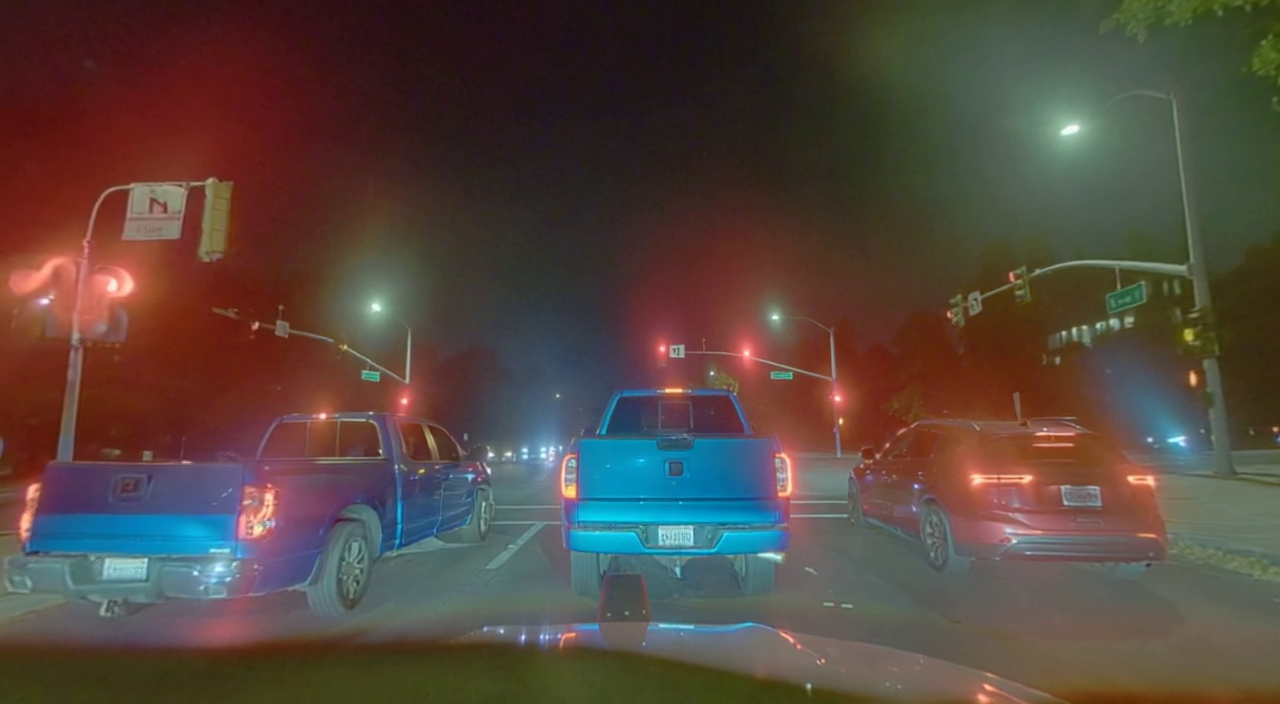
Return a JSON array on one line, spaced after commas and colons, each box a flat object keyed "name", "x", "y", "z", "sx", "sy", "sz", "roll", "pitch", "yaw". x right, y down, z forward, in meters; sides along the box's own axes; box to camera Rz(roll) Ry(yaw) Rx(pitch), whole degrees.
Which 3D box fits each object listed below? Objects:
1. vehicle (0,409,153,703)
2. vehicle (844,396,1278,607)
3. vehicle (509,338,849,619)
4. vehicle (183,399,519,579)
[{"name": "vehicle", "x": -3.390, "y": 0.708, "z": 0.657, "sx": 1.998, "sy": 1.481, "sz": 4.656, "roll": 0, "pitch": -8, "yaw": 1}, {"name": "vehicle", "x": 4.043, "y": 1.500, "z": 7.186, "sx": 1.984, "sy": 1.659, "sz": 4.226, "roll": 0, "pitch": -8, "yaw": 0}, {"name": "vehicle", "x": 0.328, "y": 1.273, "z": 7.148, "sx": 2.505, "sy": 2.084, "sz": 4.768, "roll": 0, "pitch": -8, "yaw": 1}, {"name": "vehicle", "x": -3.300, "y": 1.685, "z": 8.581, "sx": 2.125, "sy": 1.739, "sz": 4.707, "roll": 0, "pitch": -8, "yaw": 3}]
